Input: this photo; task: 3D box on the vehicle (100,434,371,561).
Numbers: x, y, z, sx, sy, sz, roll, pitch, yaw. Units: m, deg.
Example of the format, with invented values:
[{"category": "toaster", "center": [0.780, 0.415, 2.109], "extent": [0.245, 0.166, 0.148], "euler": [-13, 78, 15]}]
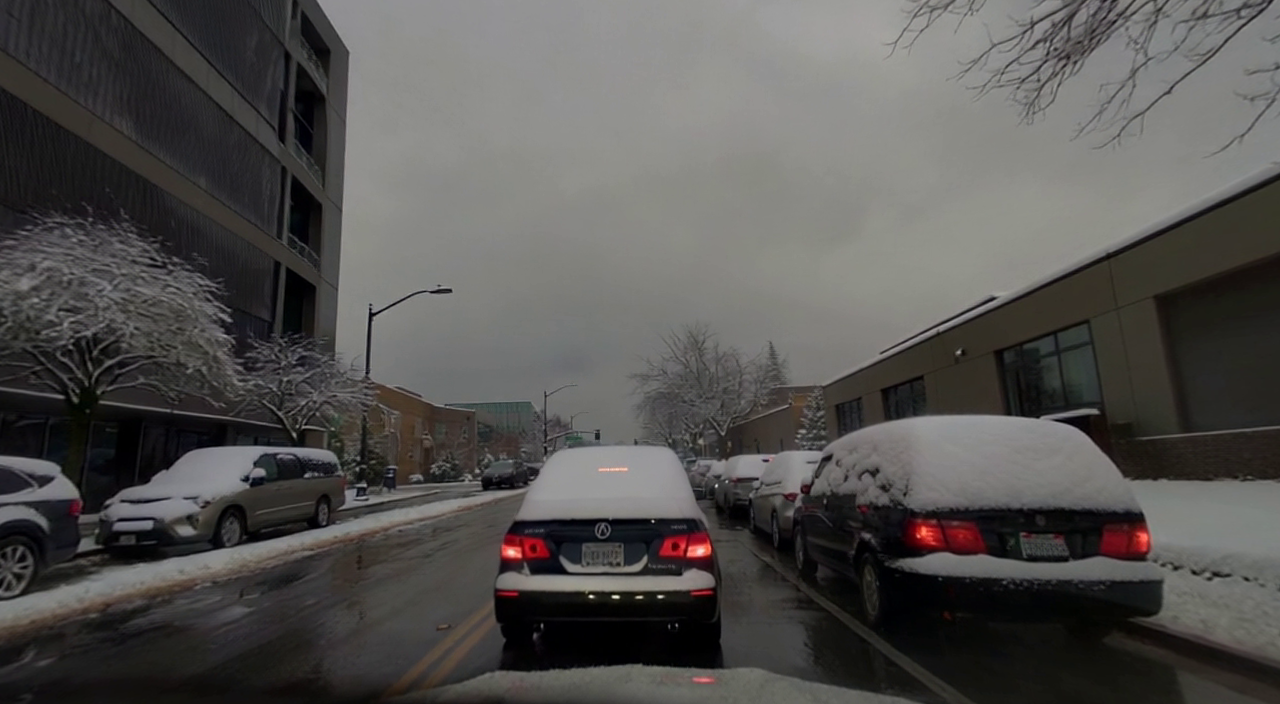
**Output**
[{"category": "vehicle", "center": [-6.842, 2.586, 11.433], "extent": [1.994, 1.701, 4.520], "euler": [-3, -12, -1]}]

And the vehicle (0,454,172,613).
[{"category": "vehicle", "center": [-6.982, 1.695, 5.890], "extent": [1.900, 1.471, 4.202], "euler": [1, -10, 0]}]

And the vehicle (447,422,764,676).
[{"category": "vehicle", "center": [-0.197, 1.600, 5.936], "extent": [2.018, 1.583, 3.646], "euler": [1, -10, 1]}]

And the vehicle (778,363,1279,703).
[{"category": "vehicle", "center": [2.711, 1.425, 5.702], "extent": [1.868, 1.920, 4.501], "euler": [1, -10, 0]}]
